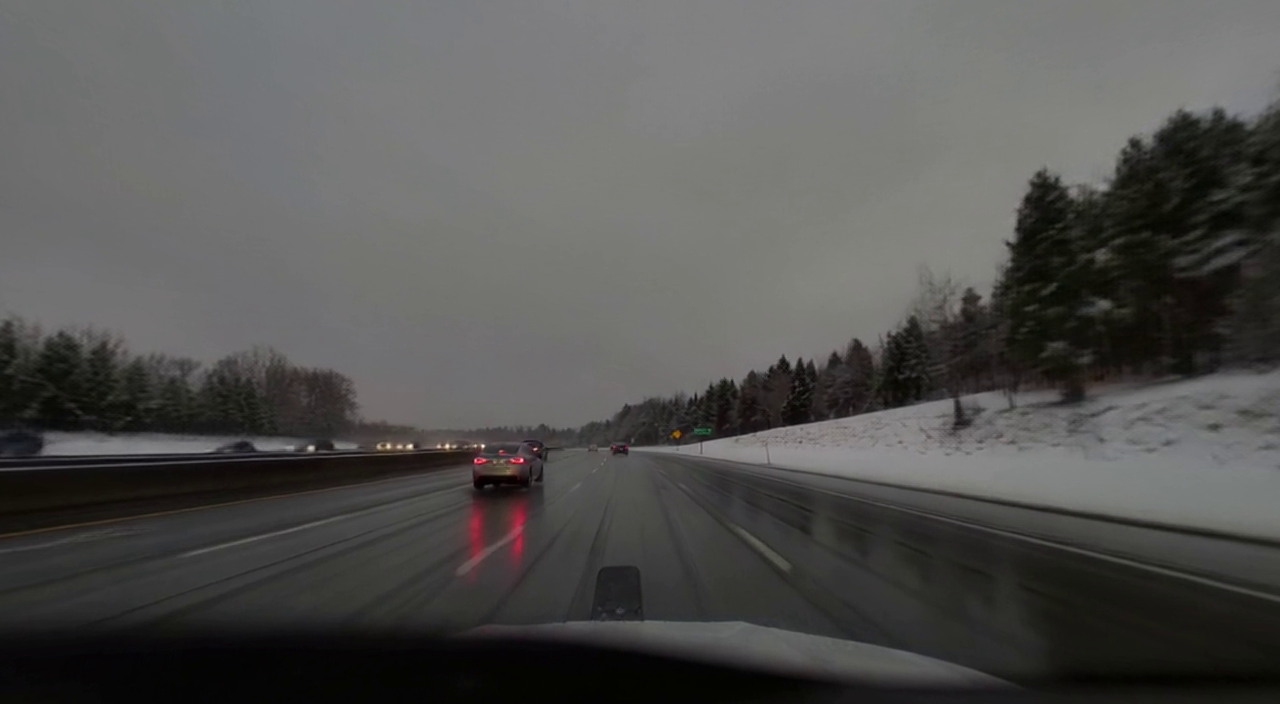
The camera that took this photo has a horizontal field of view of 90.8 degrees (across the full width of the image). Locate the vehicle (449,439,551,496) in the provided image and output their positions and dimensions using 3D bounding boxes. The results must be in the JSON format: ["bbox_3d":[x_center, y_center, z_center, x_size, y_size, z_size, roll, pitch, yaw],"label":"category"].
[{"bbox_3d":[-4.112,3.460,19.361,2.073,1.516,4.478,0,-9,0],"label":"vehicle"}]

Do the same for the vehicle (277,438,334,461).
[{"bbox_3d":[-25.514,7.446,48.362,1.902,1.663,4.507,0,-9,-1],"label":"vehicle"}]

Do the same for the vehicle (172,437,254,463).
[{"bbox_3d":[-29.440,6.764,43.779,2.245,1.692,4.979,0,-9,-1],"label":"vehicle"}]
